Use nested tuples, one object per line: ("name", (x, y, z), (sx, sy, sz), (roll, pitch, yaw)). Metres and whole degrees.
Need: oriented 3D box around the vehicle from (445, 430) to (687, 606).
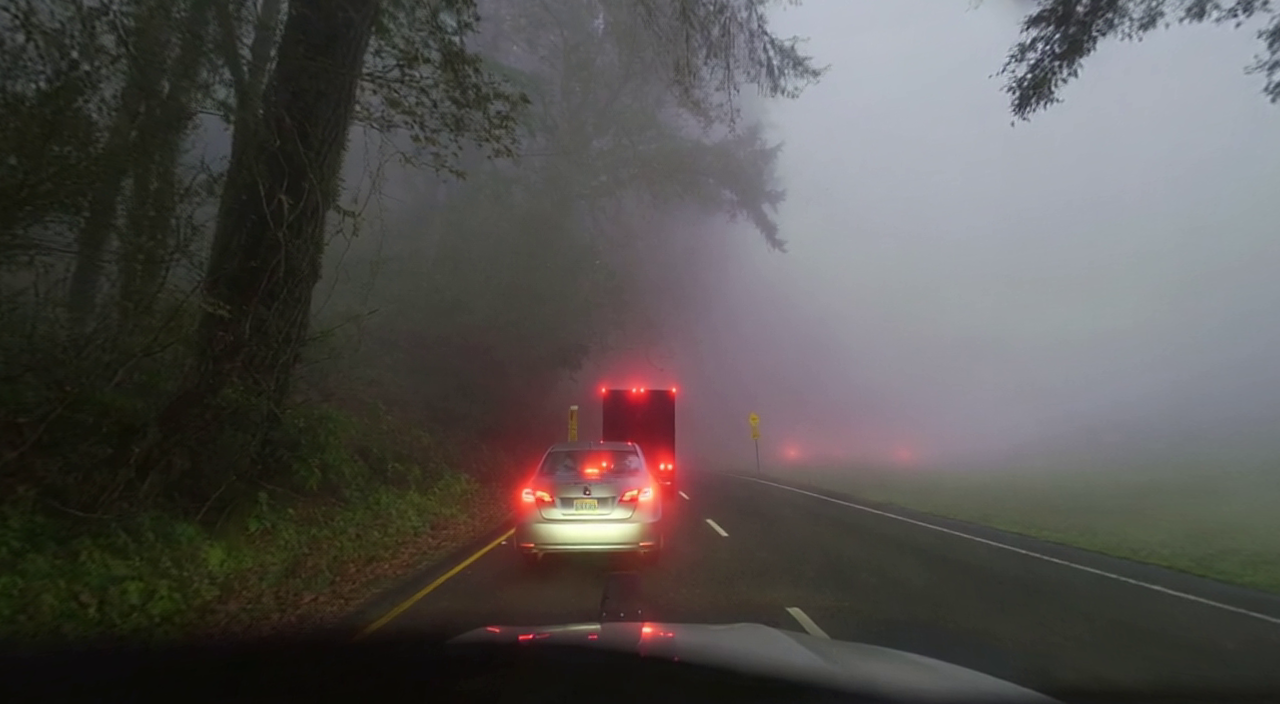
("vehicle", (-0.626, 1.739, 7.506), (2.076, 1.490, 4.078), (0, -9, 0))
